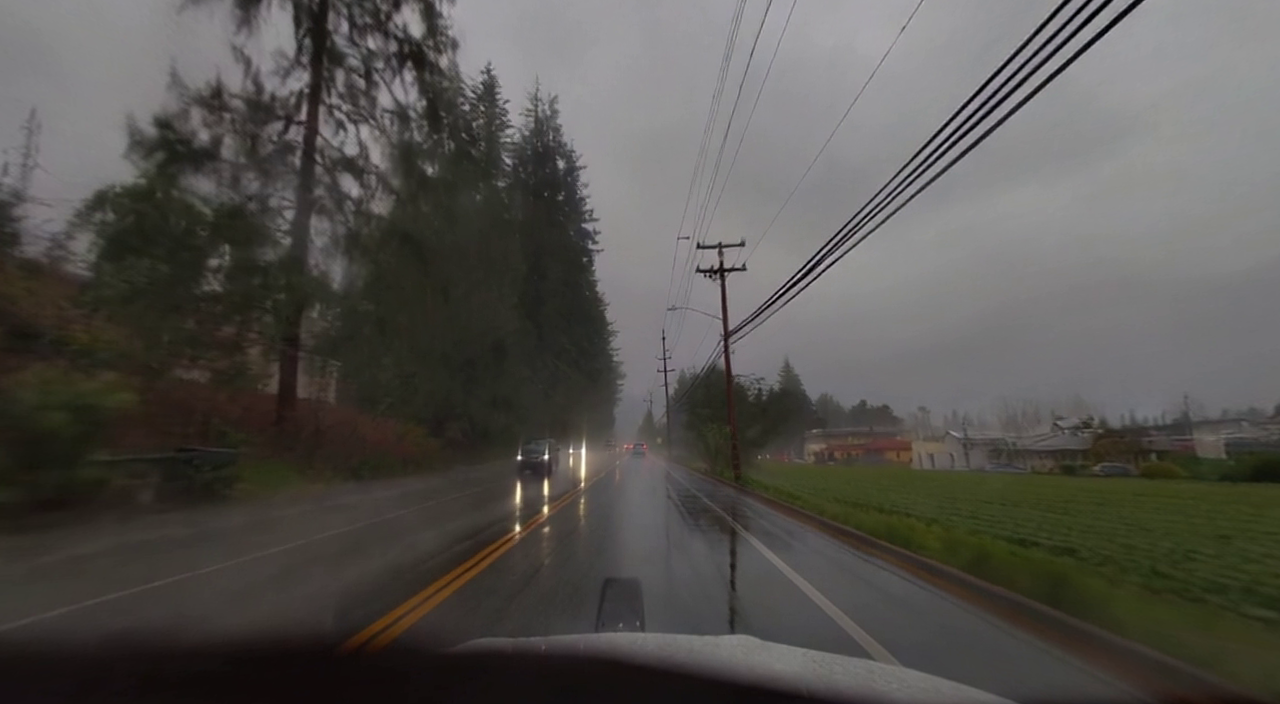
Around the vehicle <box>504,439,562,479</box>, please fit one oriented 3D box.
[{"bbox_3d":[-4.988,5.017,29.953,2.114,1.712,4.340,0,-8,-2],"label":"vehicle"}]
